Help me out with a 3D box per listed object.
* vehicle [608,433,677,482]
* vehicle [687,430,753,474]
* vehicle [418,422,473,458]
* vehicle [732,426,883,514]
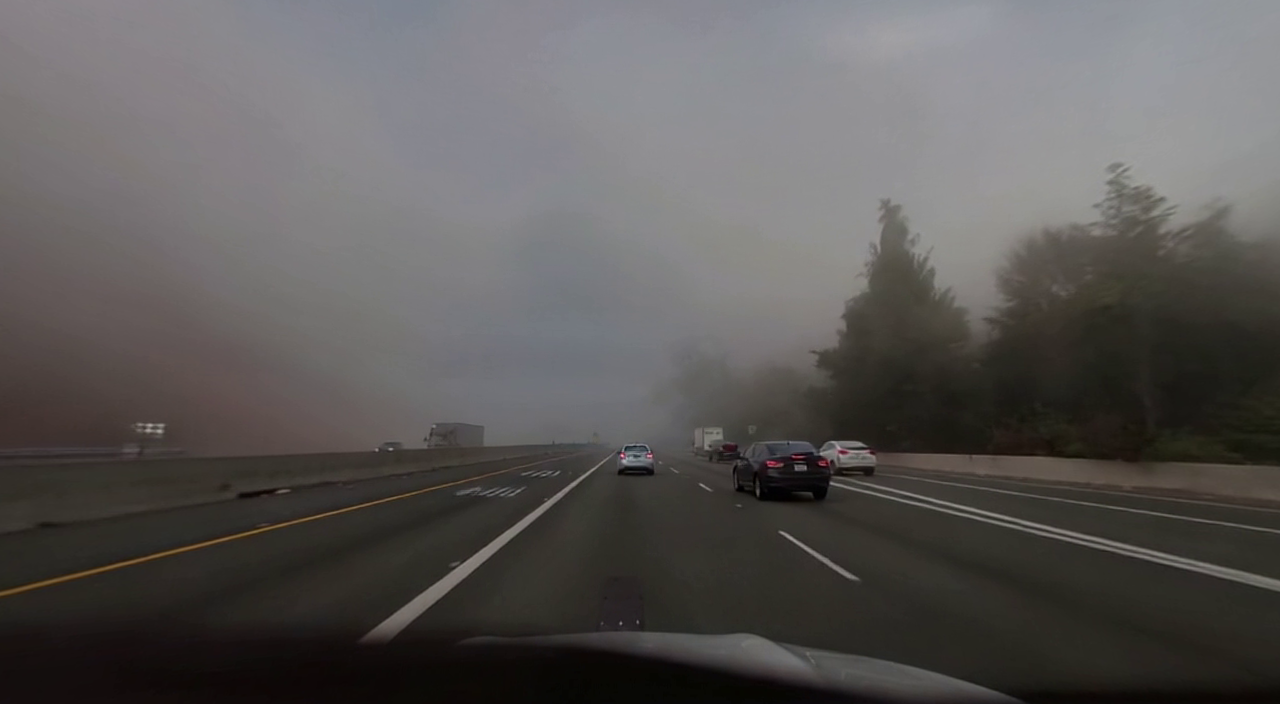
[{"bbox_3d":[0.014,3.509,21.230,2.098,1.475,3.997,0,-8,-2],"label":"vehicle"},{"bbox_3d":[3.223,4.146,26.343,1.997,1.663,4.169,0,-8,-3],"label":"vehicle"},{"bbox_3d":[-14.566,6.659,47.626,2.378,2.458,5.830,0,-8,-1],"label":"vehicle"},{"bbox_3d":[3.250,2.373,13.190,1.856,1.517,4.198,0,-9,-2],"label":"vehicle"}]
